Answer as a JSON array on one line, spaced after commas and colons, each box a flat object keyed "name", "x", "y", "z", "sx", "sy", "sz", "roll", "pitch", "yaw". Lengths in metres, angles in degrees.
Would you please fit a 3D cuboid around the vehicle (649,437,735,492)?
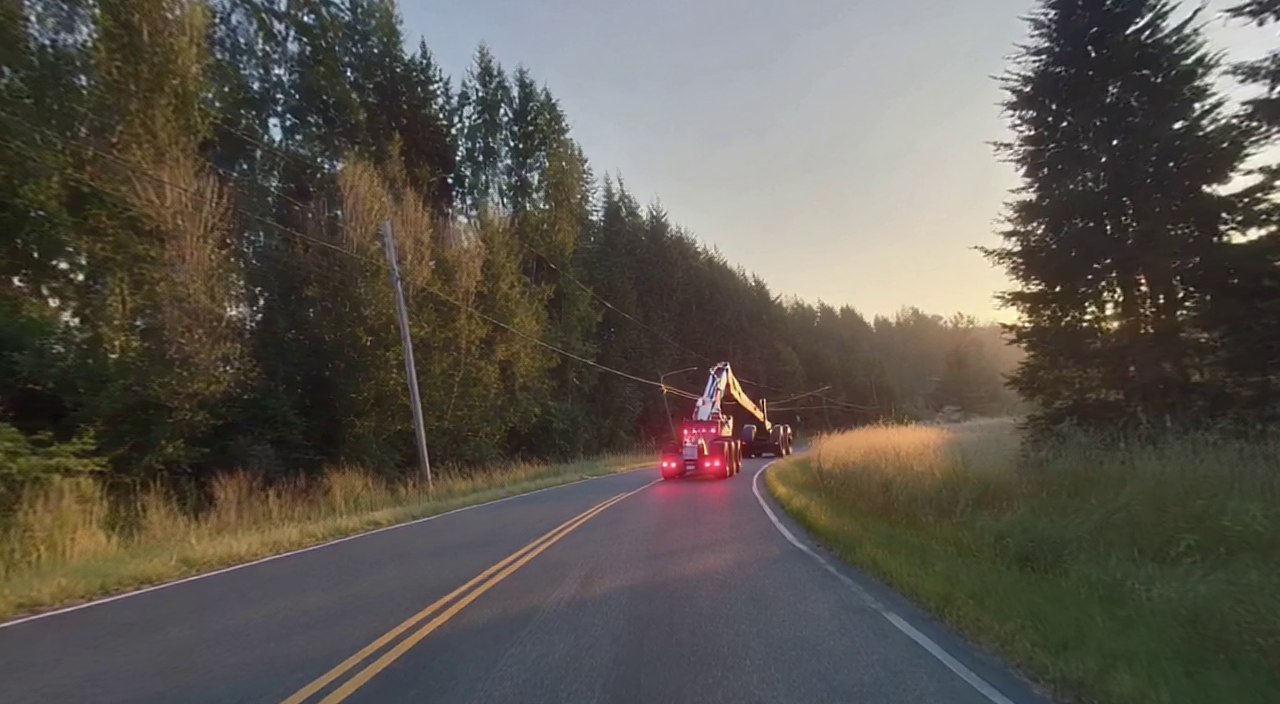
[{"name": "vehicle", "x": 1.734, "y": 3.390, "z": 19.385, "sx": 2.196, "sy": 1.465, "sz": 4.294, "roll": -2, "pitch": -9, "yaw": 10}]
